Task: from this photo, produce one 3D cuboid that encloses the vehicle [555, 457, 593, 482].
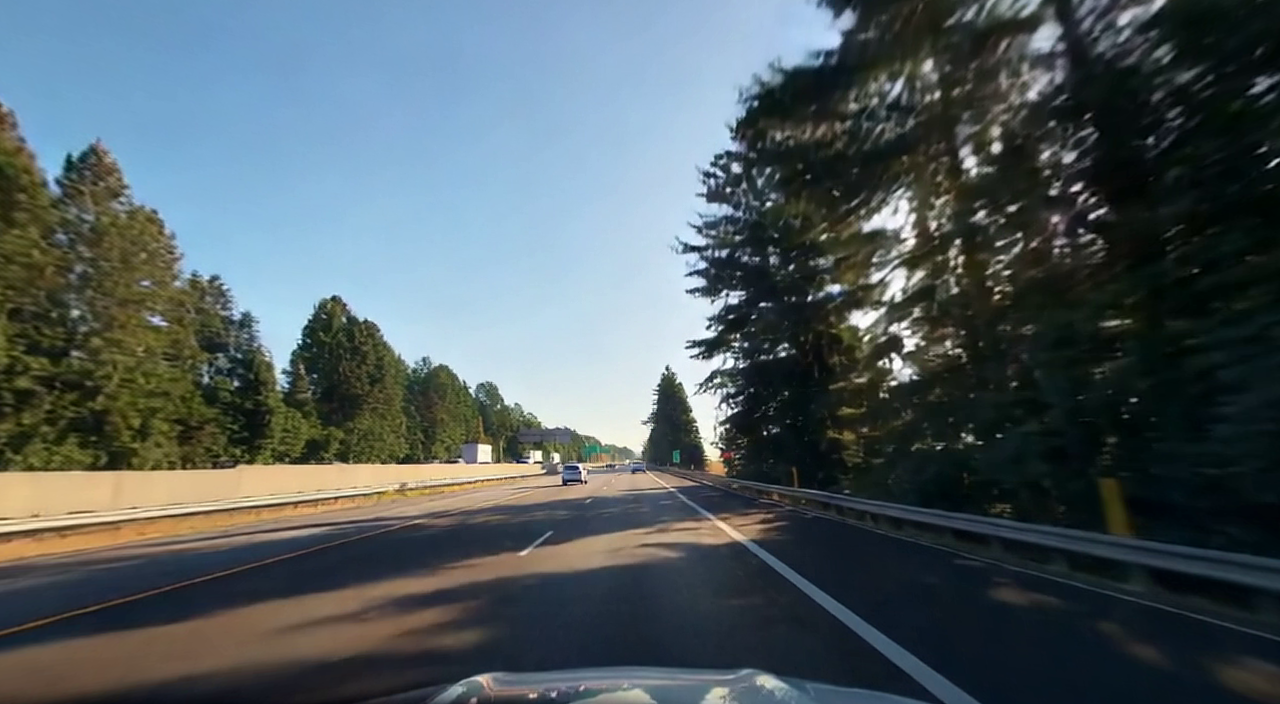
[{"bbox_3d":[-4.791,8.600,46.173,2.175,1.658,4.582,1,-10,1],"label":"vehicle"}]
